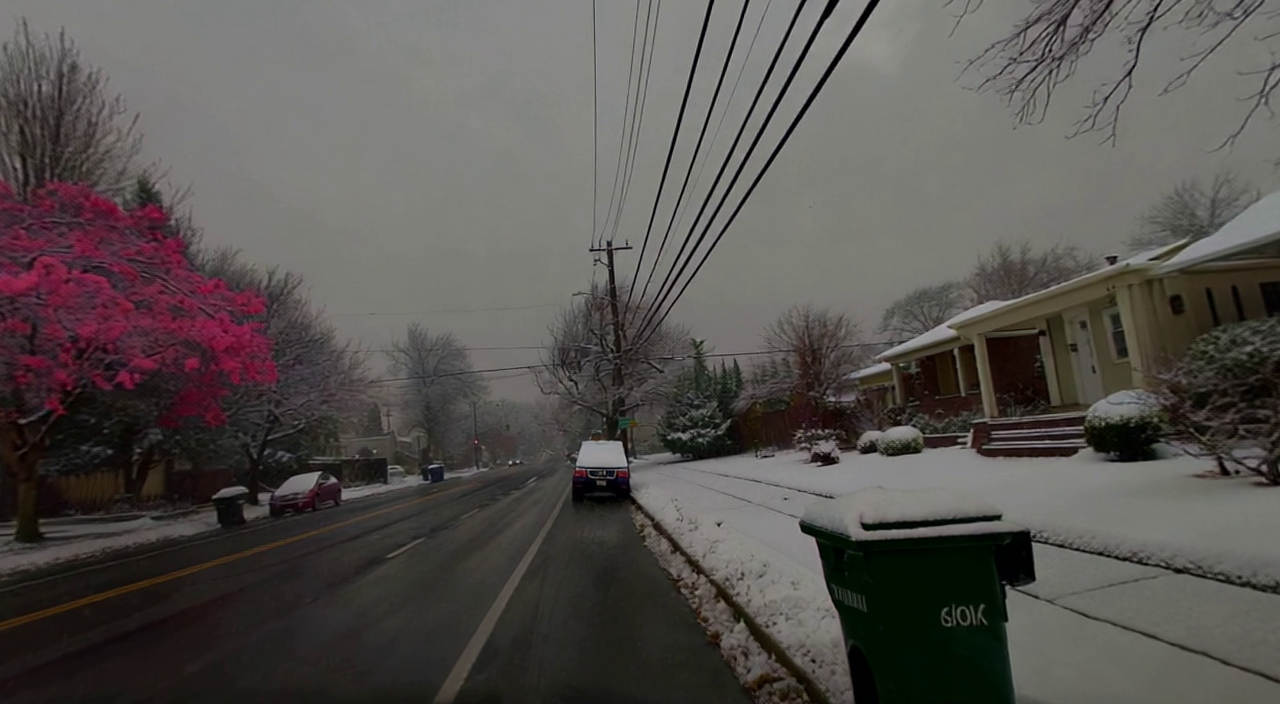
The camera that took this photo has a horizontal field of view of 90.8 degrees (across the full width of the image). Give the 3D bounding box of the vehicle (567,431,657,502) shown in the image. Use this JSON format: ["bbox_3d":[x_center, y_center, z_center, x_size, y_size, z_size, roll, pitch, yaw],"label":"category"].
[{"bbox_3d":[-0.831,3.077,17.394,2.190,1.708,4.115,0,-8,-4],"label":"vehicle"}]

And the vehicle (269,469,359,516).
[{"bbox_3d":[-13.773,5.919,26.994,1.982,1.660,4.142,1,-8,-6],"label":"vehicle"}]
